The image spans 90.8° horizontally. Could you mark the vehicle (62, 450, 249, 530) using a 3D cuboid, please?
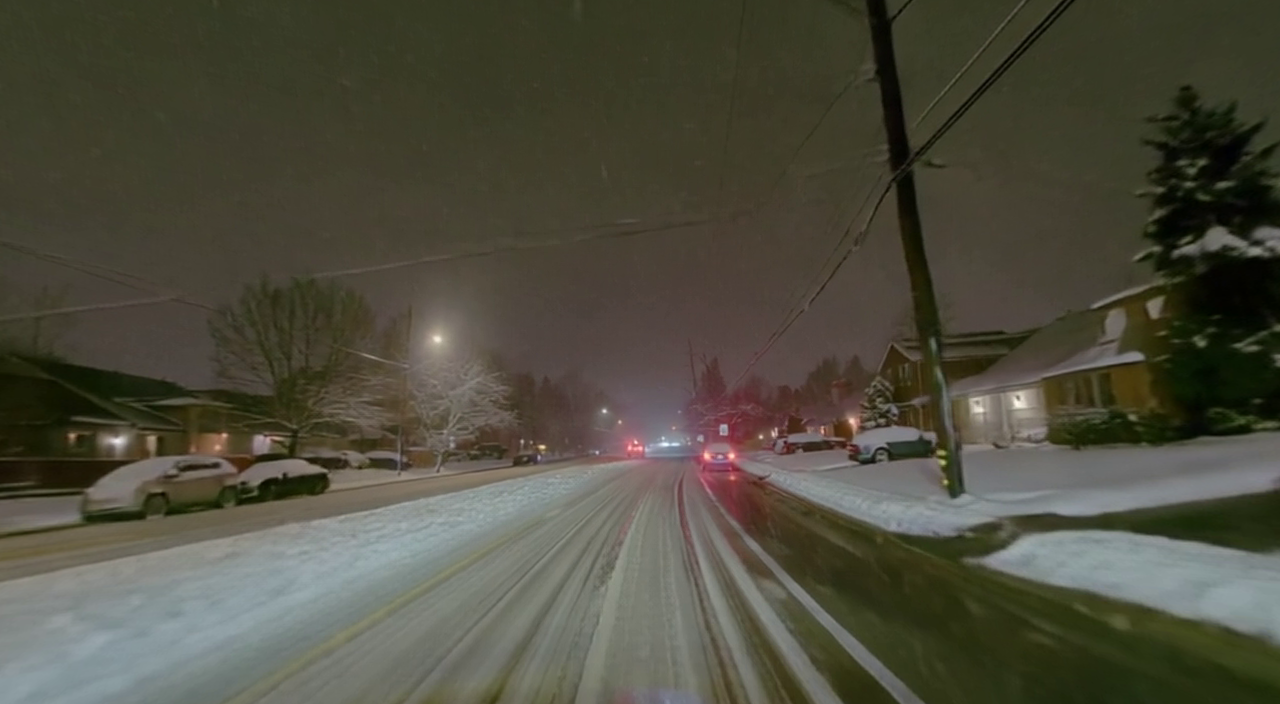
[{"bbox_3d":[-14.213,3.995,18.937,2.009,1.789,4.449,-7,-9,2],"label":"vehicle"}]

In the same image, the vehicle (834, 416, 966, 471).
[{"bbox_3d":[10.715,3.795,26.274,4.463,1.765,1.960,-5,-8,-3],"label":"vehicle"}]

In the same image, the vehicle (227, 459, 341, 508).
[{"bbox_3d":[-13.684,5.051,24.611,1.695,1.423,4.371,-9,-9,3],"label":"vehicle"}]

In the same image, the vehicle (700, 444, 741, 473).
[{"bbox_3d":[4.445,5.915,35.367,2.016,1.477,4.207,-1,-8,4],"label":"vehicle"}]

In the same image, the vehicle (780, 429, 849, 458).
[{"bbox_3d":[12.866,6.747,46.609,4.591,1.867,2.057,2,-11,-28],"label":"vehicle"}]
